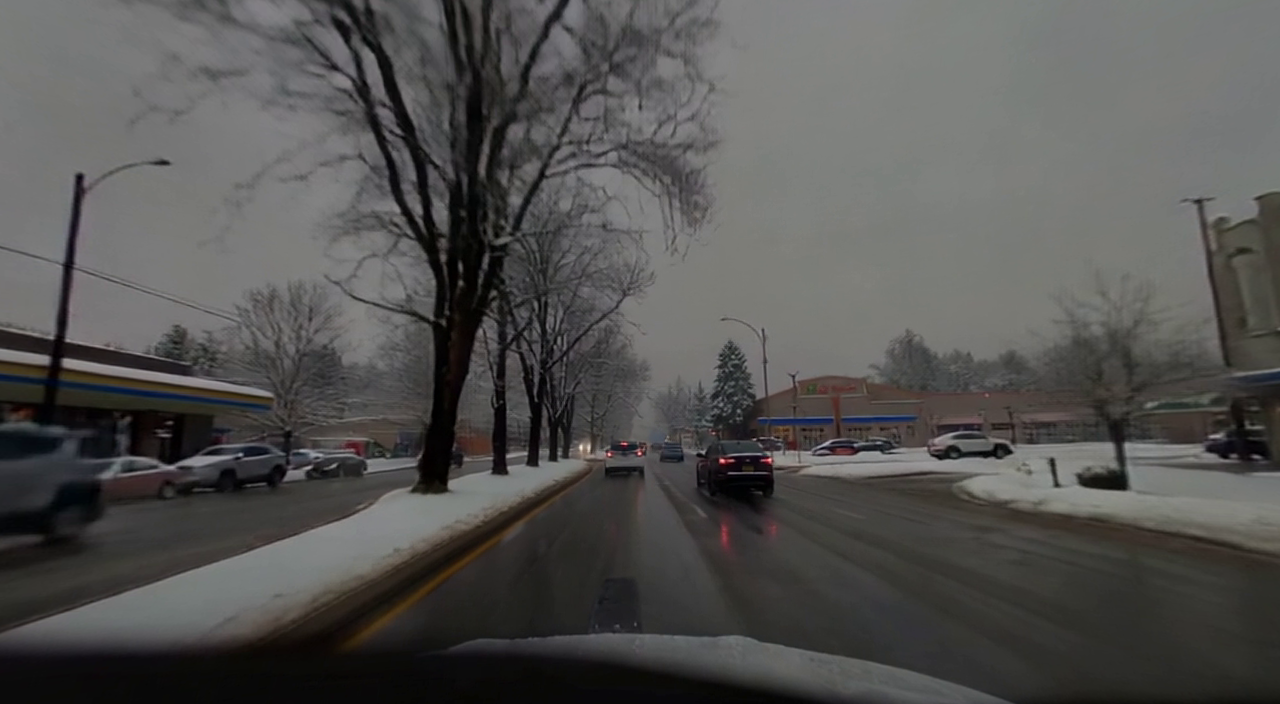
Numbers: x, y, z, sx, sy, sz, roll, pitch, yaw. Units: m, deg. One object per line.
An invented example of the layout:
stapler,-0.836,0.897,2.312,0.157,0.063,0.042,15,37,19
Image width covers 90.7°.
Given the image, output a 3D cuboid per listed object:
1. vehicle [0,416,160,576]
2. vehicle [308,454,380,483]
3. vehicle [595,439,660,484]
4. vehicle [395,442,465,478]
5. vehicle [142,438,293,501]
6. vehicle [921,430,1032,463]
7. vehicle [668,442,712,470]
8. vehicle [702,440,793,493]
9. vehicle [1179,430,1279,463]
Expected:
vehicle,-8.203,1.611,7.059,2.273,1.748,4.379,0,-9,-1
vehicle,-15.728,6.183,33.857,1.826,1.396,4.274,0,-9,-1
vehicle,-0.468,4.116,24.028,2.232,1.508,4.319,0,-9,-1
vehicle,-11.278,5.816,34.416,2.233,1.799,4.700,0,-9,0
vehicle,-15.410,4.257,23.555,2.184,1.965,5.078,-2,-8,-1
vehicle,19.006,5.375,35.887,4.948,1.733,2.296,0,-9,-2
vehicle,2.833,6.018,36.814,2.098,1.527,3.966,0,-9,-2
vehicle,3.278,3.589,20.199,2.060,1.471,4.168,0,-9,-2
vehicle,27.864,4.329,29.023,4.478,1.450,1.968,0,-9,-3
